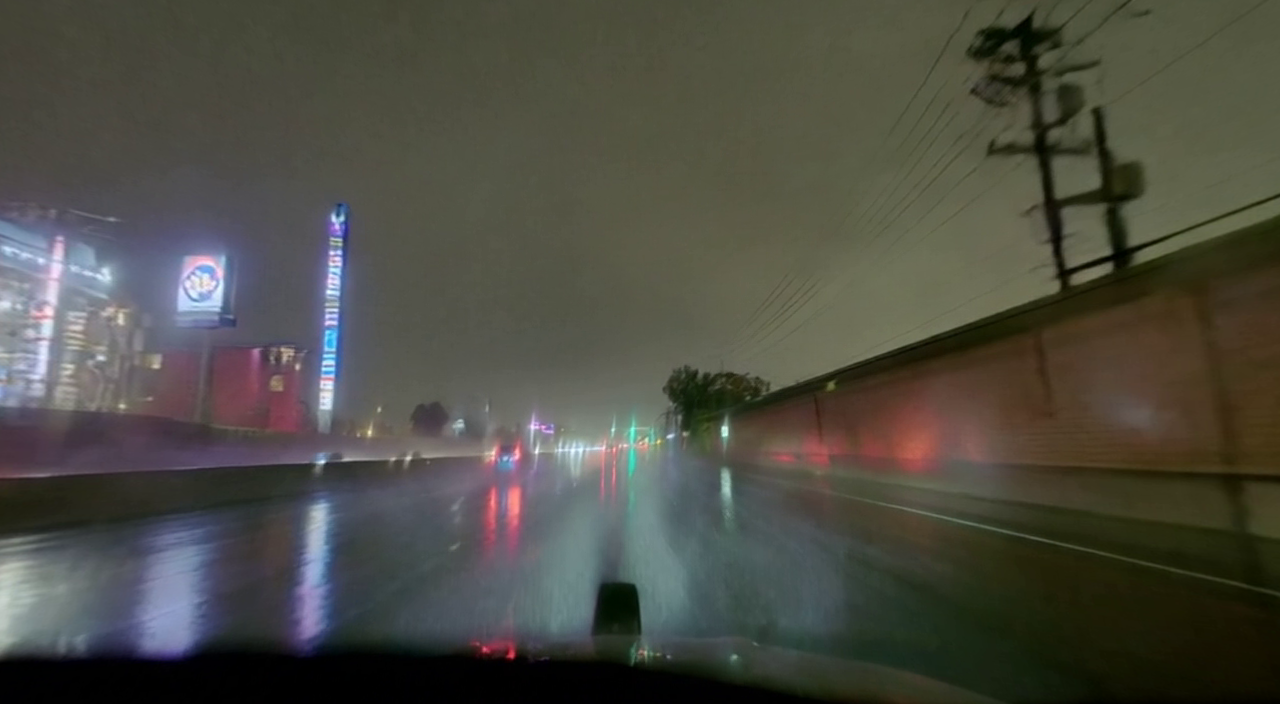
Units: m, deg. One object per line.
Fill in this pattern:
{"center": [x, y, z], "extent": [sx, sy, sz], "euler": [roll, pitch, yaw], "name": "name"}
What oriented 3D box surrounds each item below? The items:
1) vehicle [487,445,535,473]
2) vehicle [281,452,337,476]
{"center": [-7.725, 6.402, 38.149], "extent": [2.013, 1.574, 3.923], "euler": [0, -8, 0], "name": "vehicle"}
{"center": [-25.778, 8.723, 49.399], "extent": [1.942, 1.662, 4.631], "euler": [0, -8, -1], "name": "vehicle"}
